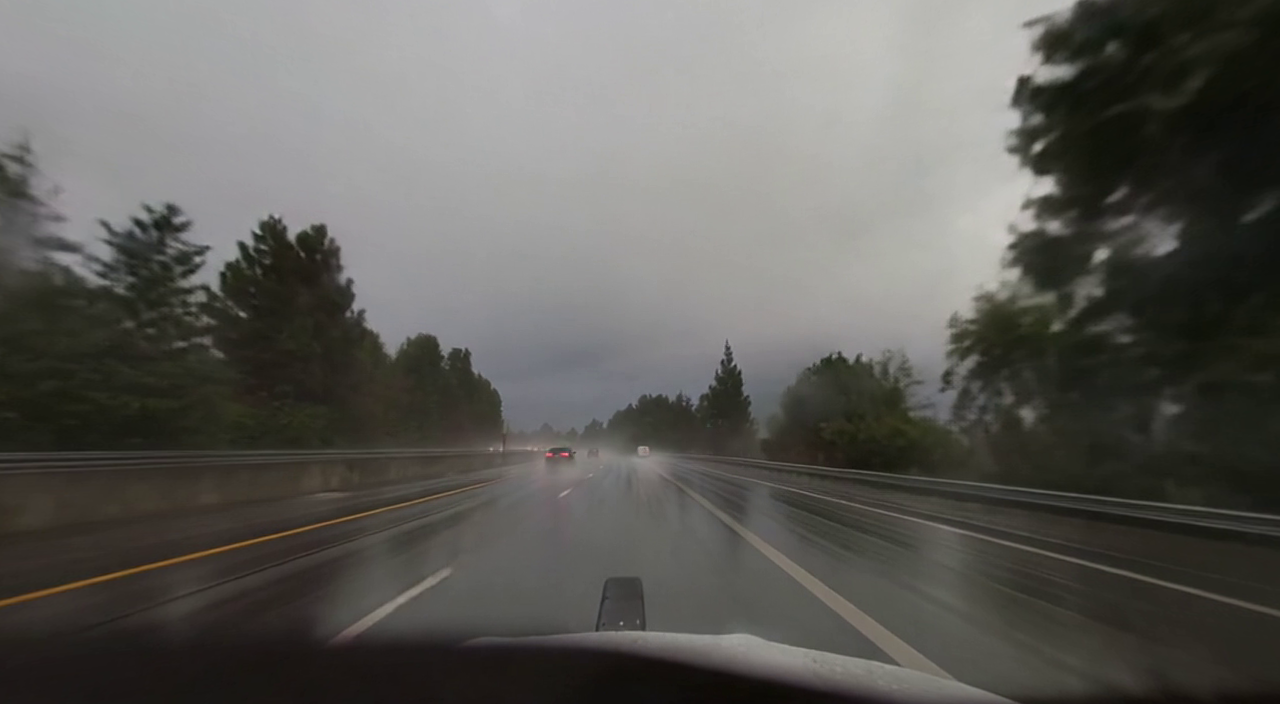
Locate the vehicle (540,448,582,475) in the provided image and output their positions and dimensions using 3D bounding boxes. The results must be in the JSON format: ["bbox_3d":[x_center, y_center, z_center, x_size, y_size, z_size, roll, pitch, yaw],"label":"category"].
[{"bbox_3d":[-4.785,6.663,38.771,2.049,1.521,4.366,0,-9,-1],"label":"vehicle"}]
